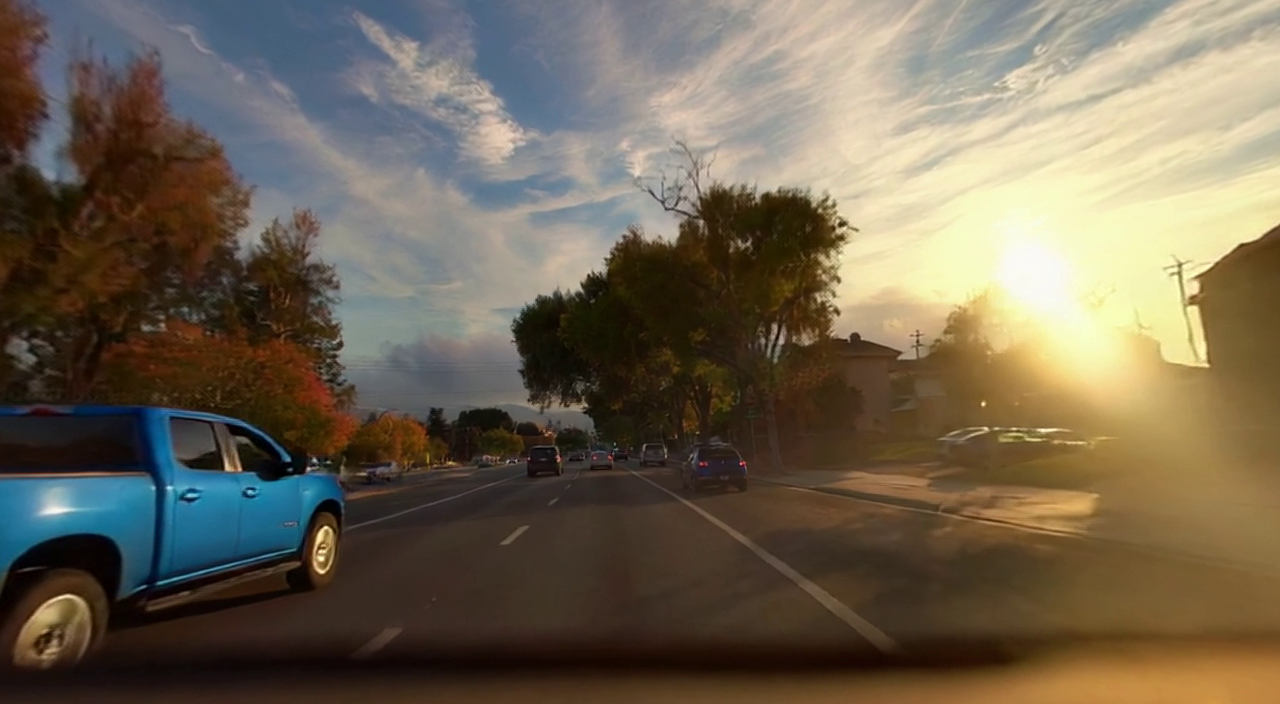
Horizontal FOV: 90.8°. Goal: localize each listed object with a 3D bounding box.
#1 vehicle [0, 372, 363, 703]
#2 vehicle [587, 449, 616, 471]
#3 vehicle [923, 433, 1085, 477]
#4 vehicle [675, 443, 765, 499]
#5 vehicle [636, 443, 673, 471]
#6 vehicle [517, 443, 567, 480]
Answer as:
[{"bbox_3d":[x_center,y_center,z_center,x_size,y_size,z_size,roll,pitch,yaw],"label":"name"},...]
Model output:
[{"bbox_3d":[-4.121,1.197,4.383,2.111,1.745,5.274,0,-9,-1],"label":"vehicle"},{"bbox_3d":[-2.899,7.884,46.318,2.030,1.477,4.330,0,-9,-5],"label":"vehicle"},{"bbox_3d":[13.088,3.727,22.941,4.597,1.439,2.062,0,-9,-2],"label":"vehicle"},{"bbox_3d":[2.260,3.505,18.997,1.884,1.463,4.195,0,-9,-4],"label":"vehicle"},{"bbox_3d":[0.982,7.359,44.586,2.099,1.845,4.363,0,-9,-5],"label":"vehicle"},{"bbox_3d":[-5.266,5.906,34.466,2.218,1.829,4.492,0,-9,-3],"label":"vehicle"}]
